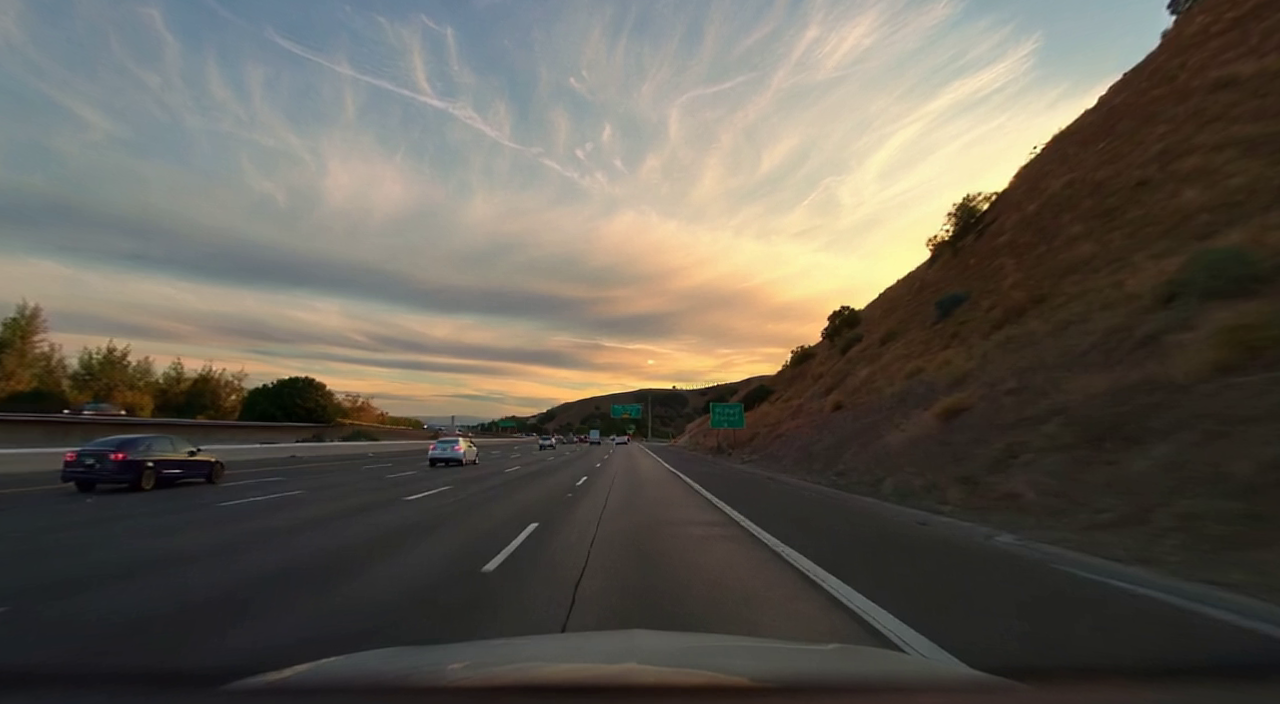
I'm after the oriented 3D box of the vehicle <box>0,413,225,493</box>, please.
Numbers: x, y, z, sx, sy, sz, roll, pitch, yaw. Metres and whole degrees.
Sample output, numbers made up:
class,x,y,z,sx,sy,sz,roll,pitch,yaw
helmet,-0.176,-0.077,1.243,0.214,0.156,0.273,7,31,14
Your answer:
class,x,y,z,sx,sy,sz,roll,pitch,yaw
vehicle,-15.099,2.929,18.489,2.240,1.953,5.452,0,-9,-1

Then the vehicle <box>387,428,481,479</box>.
class,x,y,z,sx,sy,sz,roll,pitch,yaw
vehicle,-7.617,3.819,23.864,2.104,1.715,4.319,0,-9,0
